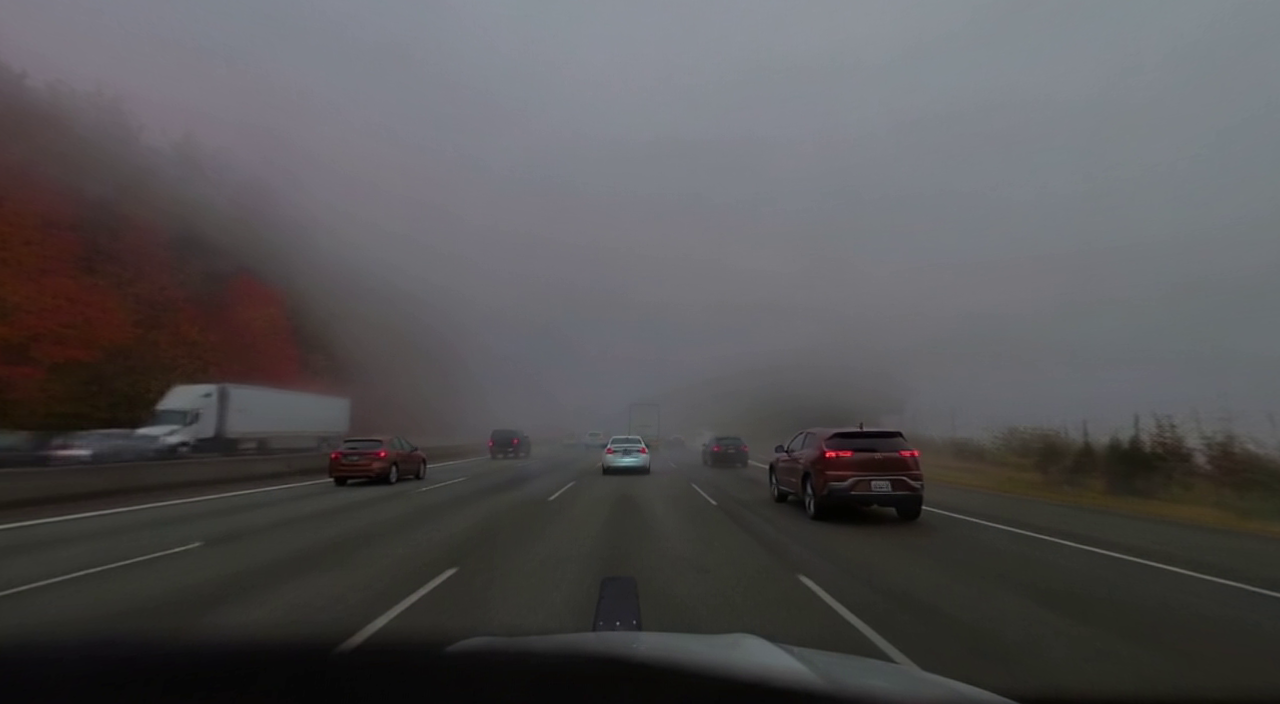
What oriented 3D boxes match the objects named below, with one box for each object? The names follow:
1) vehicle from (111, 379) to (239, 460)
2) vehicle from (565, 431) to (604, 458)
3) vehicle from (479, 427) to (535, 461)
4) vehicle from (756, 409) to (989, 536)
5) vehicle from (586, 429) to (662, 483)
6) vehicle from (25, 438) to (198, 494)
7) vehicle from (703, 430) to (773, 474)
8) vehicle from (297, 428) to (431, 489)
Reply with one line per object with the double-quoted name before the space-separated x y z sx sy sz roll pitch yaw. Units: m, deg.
"vehicle" -22.959 3.394 31.314 3.144 3.727 3.852 0 -7 0
"vehicle" -3.531 5.986 40.874 2.064 1.672 4.277 0 -8 1
"vehicle" -7.457 5.217 35.762 2.117 1.779 4.745 0 -8 1
"vehicle" 3.450 1.867 10.433 2.095 1.650 4.331 0 -8 -2
"vehicle" -0.482 3.181 19.655 2.111 1.494 4.364 0 -8 -1
"vehicle" -15.411 3.288 18.651 1.775 1.463 3.812 0 -8 1
"vehicle" 3.694 3.826 24.456 1.972 1.516 4.514 0 -8 0
"vehicle" -7.567 2.930 17.707 1.934 1.526 3.966 0 -8 0
